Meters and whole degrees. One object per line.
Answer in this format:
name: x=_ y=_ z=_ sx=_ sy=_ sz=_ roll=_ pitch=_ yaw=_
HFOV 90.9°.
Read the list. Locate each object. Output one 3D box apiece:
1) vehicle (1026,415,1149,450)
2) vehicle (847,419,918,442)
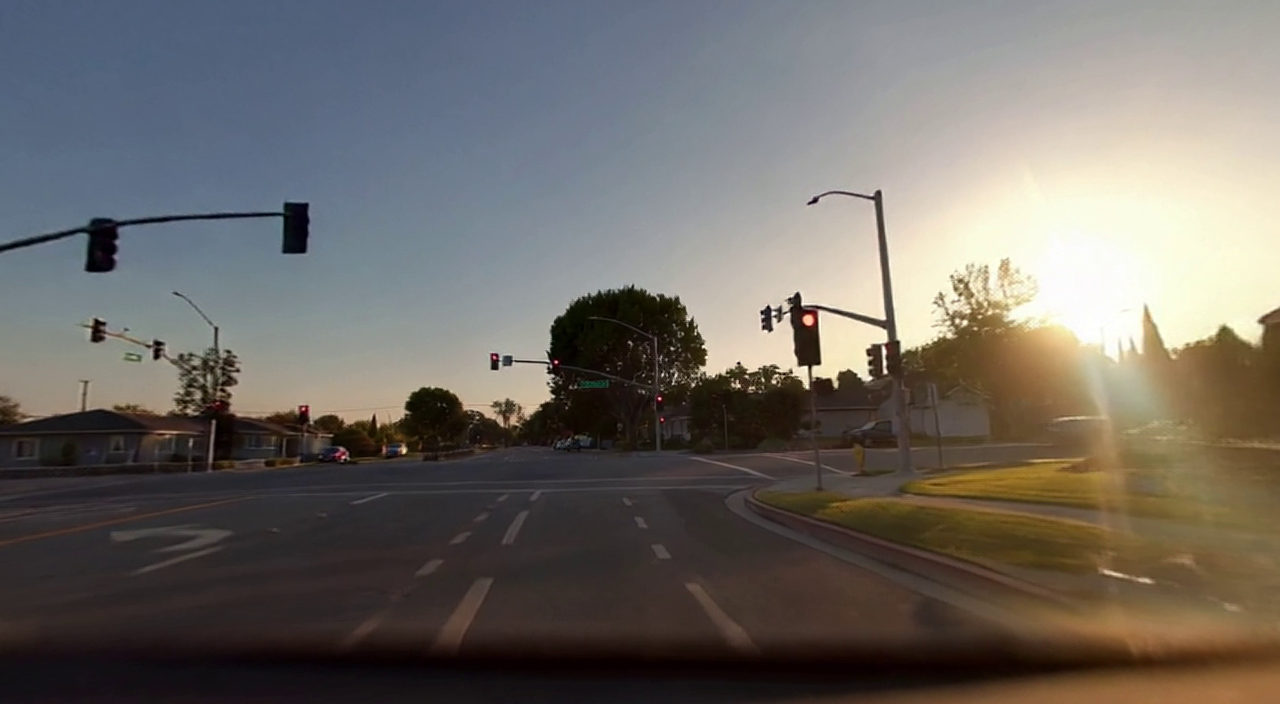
vehicle: x=21.567 y=3.863 z=30.462 sx=4.759 sy=1.461 sz=1.788 roll=-1 pitch=-7 yaw=-6
vehicle: x=18.692 y=6.064 z=48.684 sx=4.681 sy=1.712 sz=1.976 roll=0 pitch=-8 yaw=-4
